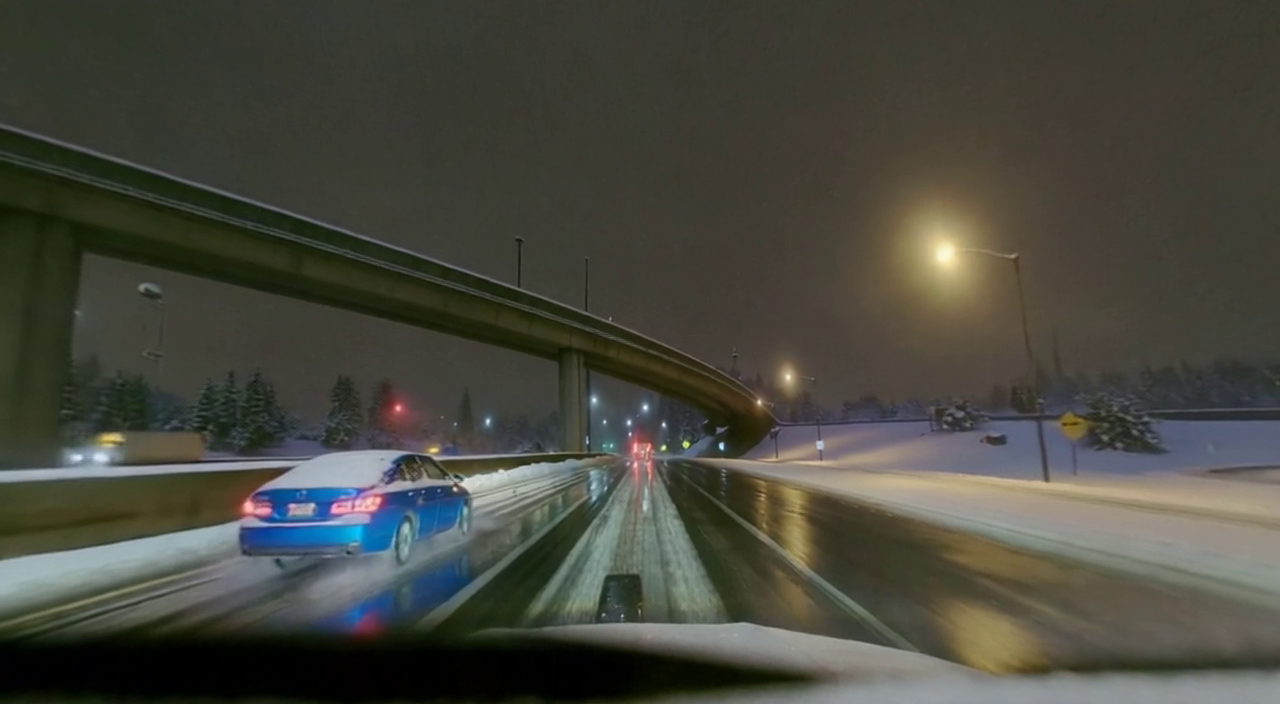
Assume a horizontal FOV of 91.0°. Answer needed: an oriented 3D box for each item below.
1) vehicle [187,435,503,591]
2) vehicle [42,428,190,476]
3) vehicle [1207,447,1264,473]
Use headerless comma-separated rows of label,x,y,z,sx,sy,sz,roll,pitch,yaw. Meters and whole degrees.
vehicle,-3.322,1.880,8.228,2.044,1.478,4.114,0,-9,1
vehicle,-33.648,6.467,40.979,3.061,2.821,7.422,0,-9,1
vehicle,39.487,7.128,41.719,4.125,1.623,2.090,8,-11,-39
